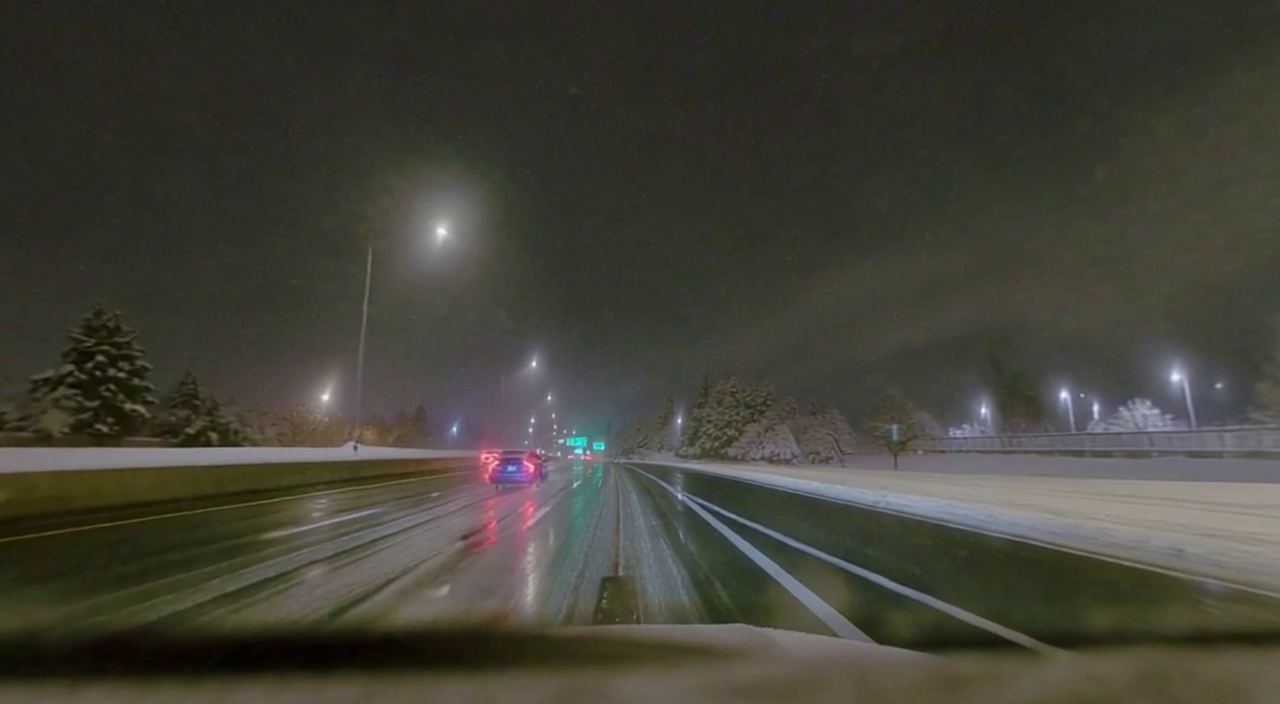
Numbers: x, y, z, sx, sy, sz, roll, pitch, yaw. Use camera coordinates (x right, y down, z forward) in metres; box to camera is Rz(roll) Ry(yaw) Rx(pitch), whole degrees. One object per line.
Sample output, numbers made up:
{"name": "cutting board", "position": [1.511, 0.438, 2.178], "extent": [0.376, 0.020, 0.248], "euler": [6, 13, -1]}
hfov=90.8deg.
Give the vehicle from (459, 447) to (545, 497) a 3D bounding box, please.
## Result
{"name": "vehicle", "position": [-4.569, 4.036, 21.605], "extent": [2.050, 1.507, 4.316], "euler": [0, -9, -1]}
